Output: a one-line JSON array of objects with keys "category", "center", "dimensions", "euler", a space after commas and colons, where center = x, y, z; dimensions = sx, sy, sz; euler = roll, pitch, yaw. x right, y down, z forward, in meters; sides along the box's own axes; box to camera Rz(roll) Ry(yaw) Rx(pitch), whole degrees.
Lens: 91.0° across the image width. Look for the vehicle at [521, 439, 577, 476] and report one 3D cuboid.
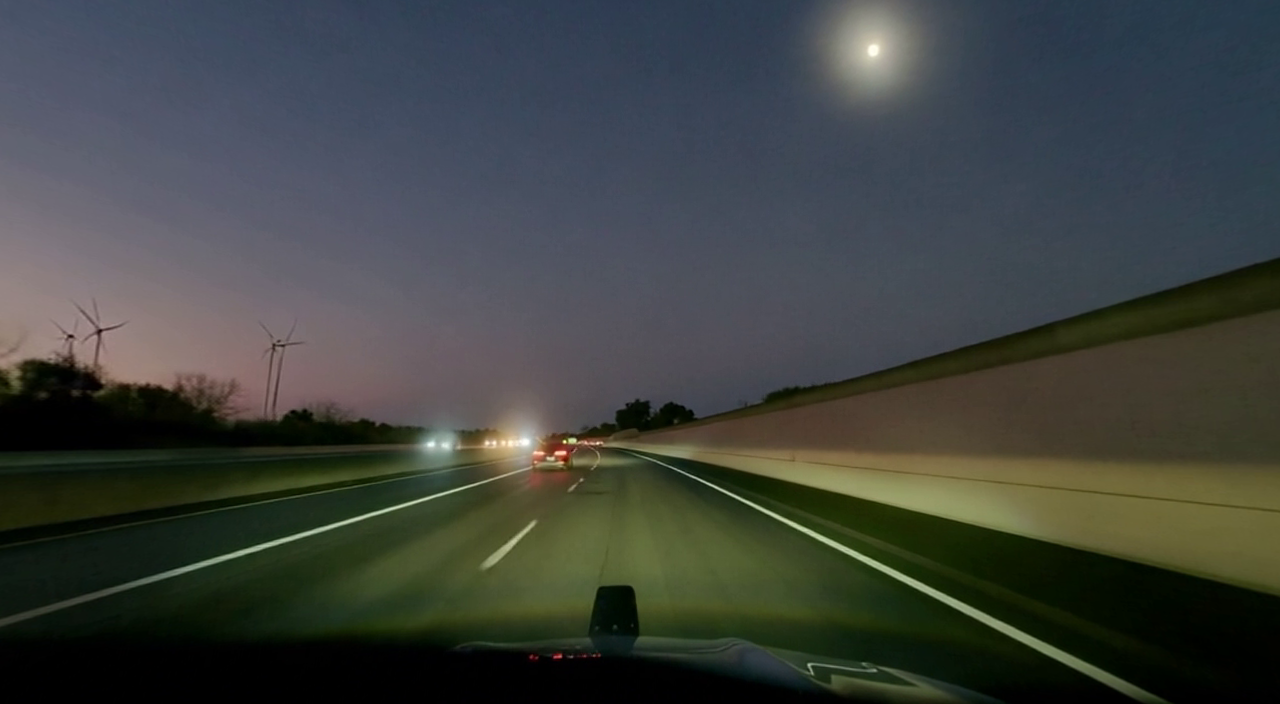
[{"category": "vehicle", "center": [-4.012, 4.725, 28.533], "dimensions": [2.053, 1.549, 4.097], "euler": [0, -8, -2]}]
